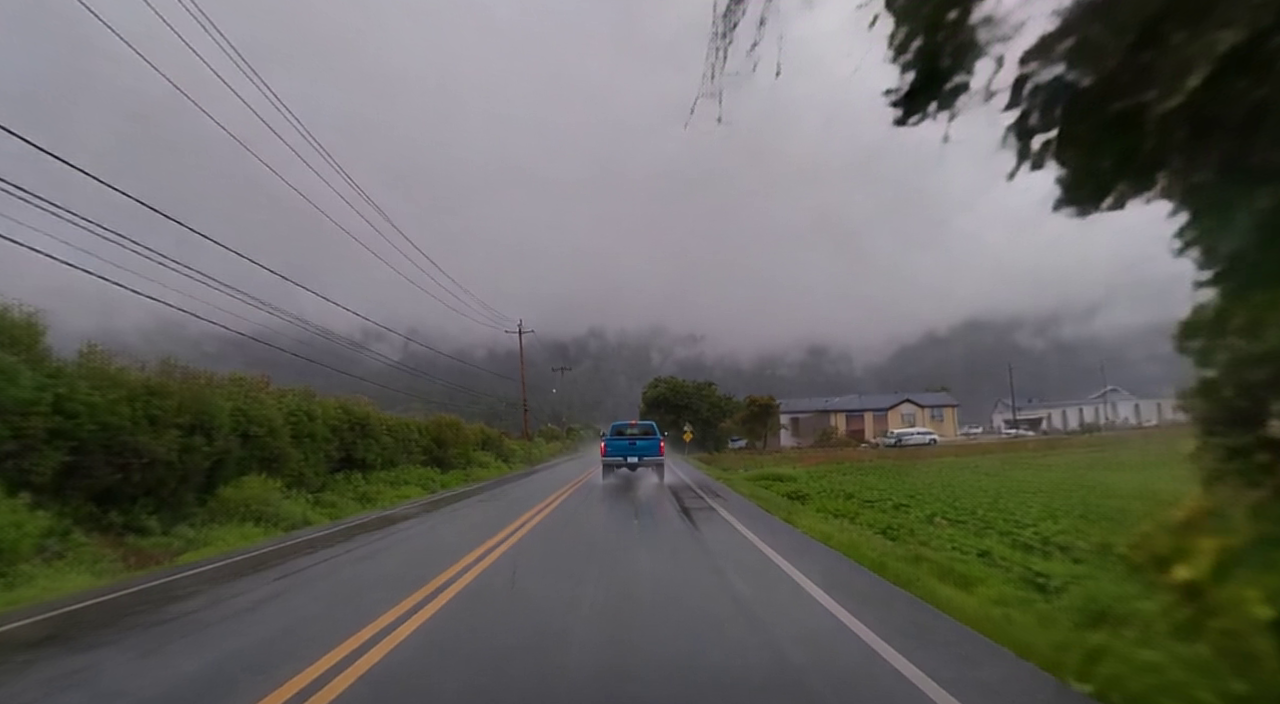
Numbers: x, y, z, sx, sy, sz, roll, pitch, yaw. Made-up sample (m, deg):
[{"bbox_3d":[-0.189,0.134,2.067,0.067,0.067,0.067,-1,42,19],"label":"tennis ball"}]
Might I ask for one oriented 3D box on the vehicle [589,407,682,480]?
[{"bbox_3d":[-0.230,3.482,24.180,3.021,2.326,7.410,0,-8,-1],"label":"vehicle"}]
